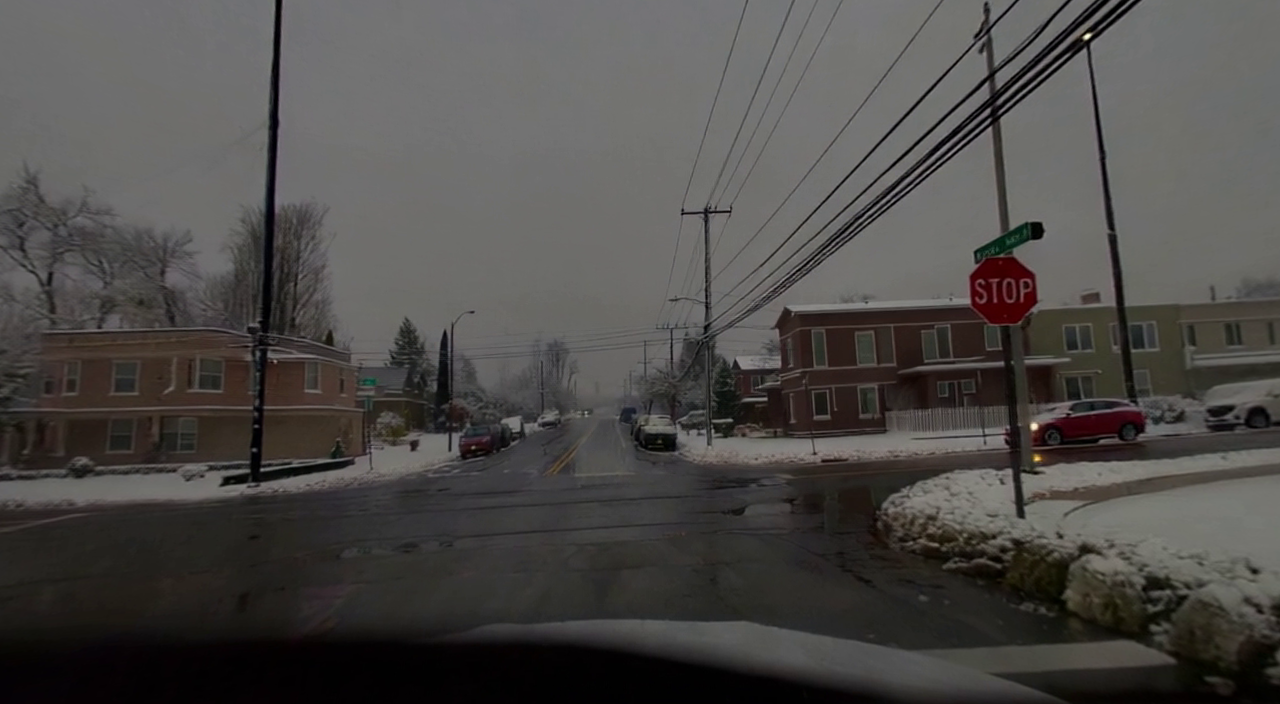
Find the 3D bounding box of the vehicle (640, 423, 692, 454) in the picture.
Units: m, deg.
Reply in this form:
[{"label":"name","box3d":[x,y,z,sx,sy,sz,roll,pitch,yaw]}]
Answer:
[{"label":"vehicle","box3d":[1.260,4.462,32.494,2.120,1.487,4.360,0,-8,-5]}]

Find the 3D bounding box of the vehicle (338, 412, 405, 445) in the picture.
[{"label":"vehicle","box3d":[-14.848,4.333,35.267,1.992,1.678,4.658,0,-8,-5]}]

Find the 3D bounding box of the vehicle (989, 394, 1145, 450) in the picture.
[{"label":"vehicle","box3d":[16.861,2.814,25.051,4.985,2.088,2.141,2,-9,-13]}]

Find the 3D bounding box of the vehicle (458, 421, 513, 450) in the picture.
[{"label":"vehicle","box3d":[-8.826,4.882,36.538,2.065,1.553,4.636,0,-8,-1]}]

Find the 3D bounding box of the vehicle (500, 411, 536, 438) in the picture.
[{"label":"vehicle","box3d":[-9.356,5.642,48.777,2.104,1.898,4.396,0,-8,-3]}]

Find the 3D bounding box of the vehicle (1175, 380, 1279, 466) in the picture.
[{"label":"vehicle","box3d":[15.443,1.693,14.785,4.389,1.818,2.062,2,-9,-13]}]
